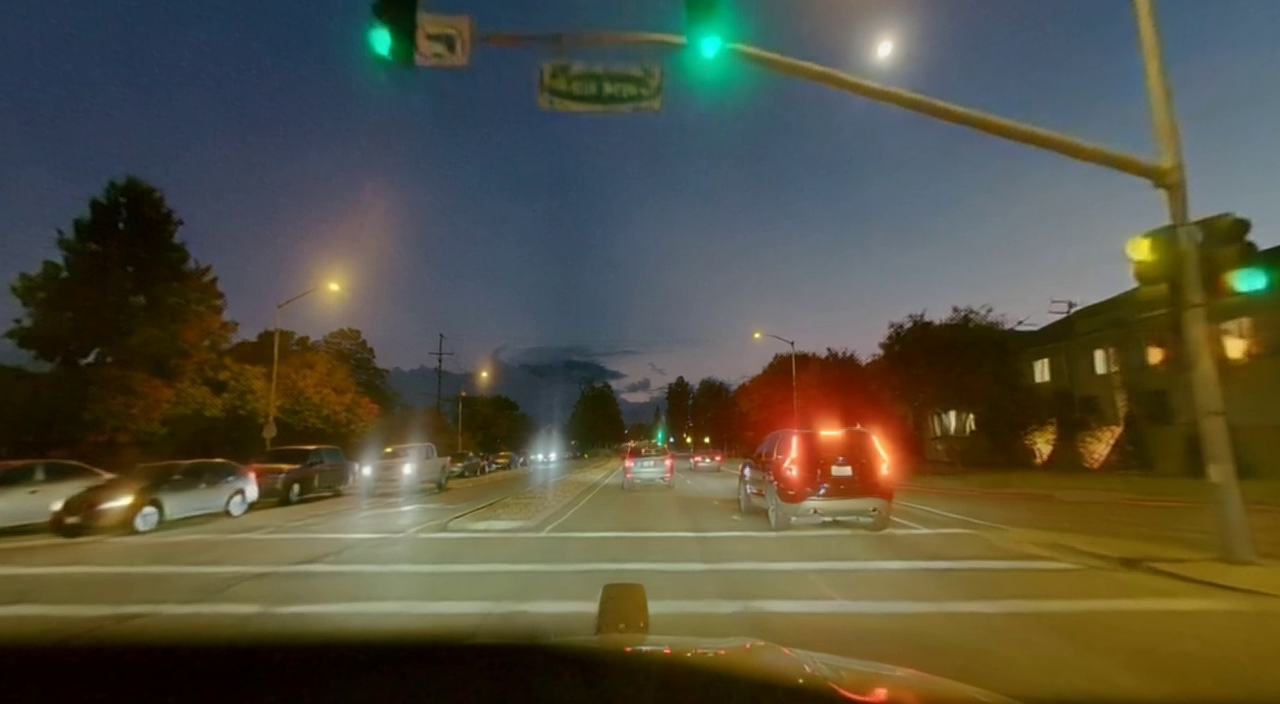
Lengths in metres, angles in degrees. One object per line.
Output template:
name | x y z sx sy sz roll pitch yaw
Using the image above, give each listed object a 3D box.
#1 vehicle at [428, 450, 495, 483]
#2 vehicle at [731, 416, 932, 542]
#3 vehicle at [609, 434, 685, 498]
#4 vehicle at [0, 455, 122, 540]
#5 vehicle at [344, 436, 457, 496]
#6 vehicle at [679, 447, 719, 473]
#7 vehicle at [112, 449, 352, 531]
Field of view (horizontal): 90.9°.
vehicle | -8.651 5.565 30.960 1.923 1.433 4.450 0 -8 1
vehicle | 3.109 2.166 11.398 2.166 1.799 4.372 0 -8 -1
vehicle | 0.200 3.644 20.577 2.185 1.822 4.391 0 -8 0
vehicle | -12.419 2.675 11.578 1.959 1.450 4.487 0 -8 0
vehicle | -8.652 4.141 23.351 2.182 1.939 4.889 0 -8 1
vehicle | 3.695 6.843 40.248 2.096 1.489 4.757 0 -8 0
vehicle | -8.458 2.861 13.774 2.083 1.420 4.702 0 -8 0
